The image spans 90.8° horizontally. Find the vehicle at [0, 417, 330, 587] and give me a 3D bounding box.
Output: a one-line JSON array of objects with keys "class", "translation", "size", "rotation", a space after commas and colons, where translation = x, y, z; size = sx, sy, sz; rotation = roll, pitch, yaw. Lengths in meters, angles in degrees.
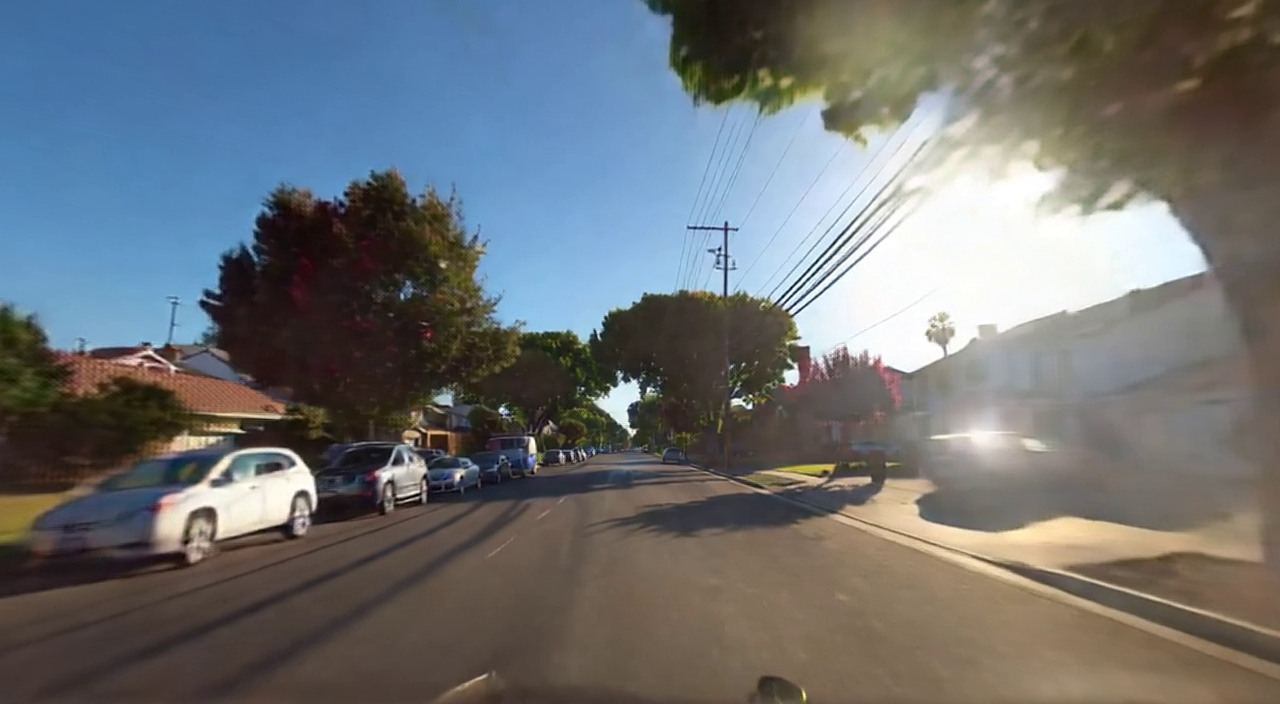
[{"class": "vehicle", "translation": [-6.645, 2.005, 9.212], "size": [1.922, 1.801, 4.516], "rotation": [-2, -9, 0]}]

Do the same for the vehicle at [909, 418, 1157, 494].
[{"class": "vehicle", "translation": [9.819, 2.627, 16.097], "size": [4.979, 1.769, 1.943], "rotation": [0, -8, -1]}]

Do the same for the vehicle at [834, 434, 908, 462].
[{"class": "vehicle", "translation": [15.747, 6.619, 43.206], "size": [4.275, 1.645, 1.874], "rotation": [-3, -11, 0]}]

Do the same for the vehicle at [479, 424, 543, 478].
[{"class": "vehicle", "translation": [-7.009, 5.509, 35.100], "size": [2.439, 2.724, 5.647], "rotation": [-1, -9, -1]}]

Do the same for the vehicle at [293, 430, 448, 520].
[{"class": "vehicle", "translation": [-6.478, 3.036, 15.899], "size": [1.941, 1.832, 4.666], "rotation": [-2, -10, -1]}]
